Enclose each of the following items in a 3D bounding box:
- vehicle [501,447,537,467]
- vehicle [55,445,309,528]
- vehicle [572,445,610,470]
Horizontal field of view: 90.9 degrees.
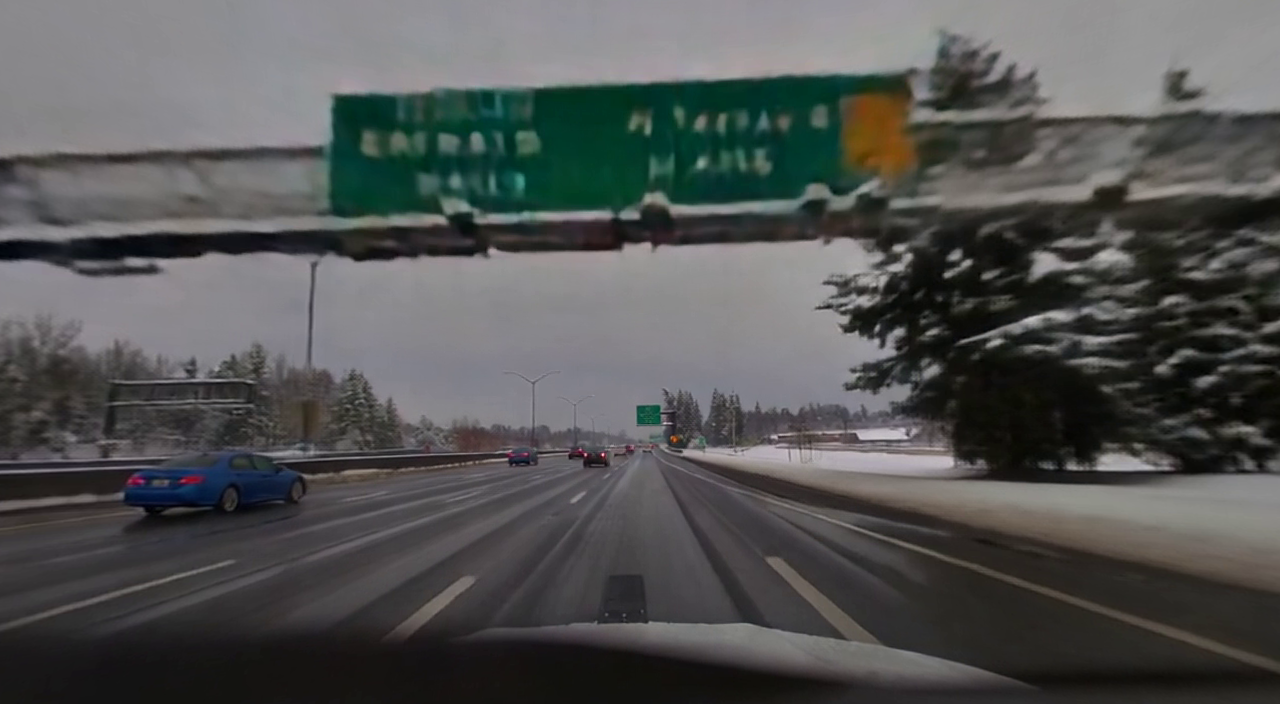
[{"bbox_3d":[-9.393,8.160,49.115,1.930,1.490,3.955,0,-8,1],"label":"vehicle"},{"bbox_3d":[-9.824,2.862,14.195,2.002,1.526,4.822,0,-8,2],"label":"vehicle"},{"bbox_3d":[-3.053,6.693,40.136,2.050,1.479,4.342,0,-8,1],"label":"vehicle"}]
